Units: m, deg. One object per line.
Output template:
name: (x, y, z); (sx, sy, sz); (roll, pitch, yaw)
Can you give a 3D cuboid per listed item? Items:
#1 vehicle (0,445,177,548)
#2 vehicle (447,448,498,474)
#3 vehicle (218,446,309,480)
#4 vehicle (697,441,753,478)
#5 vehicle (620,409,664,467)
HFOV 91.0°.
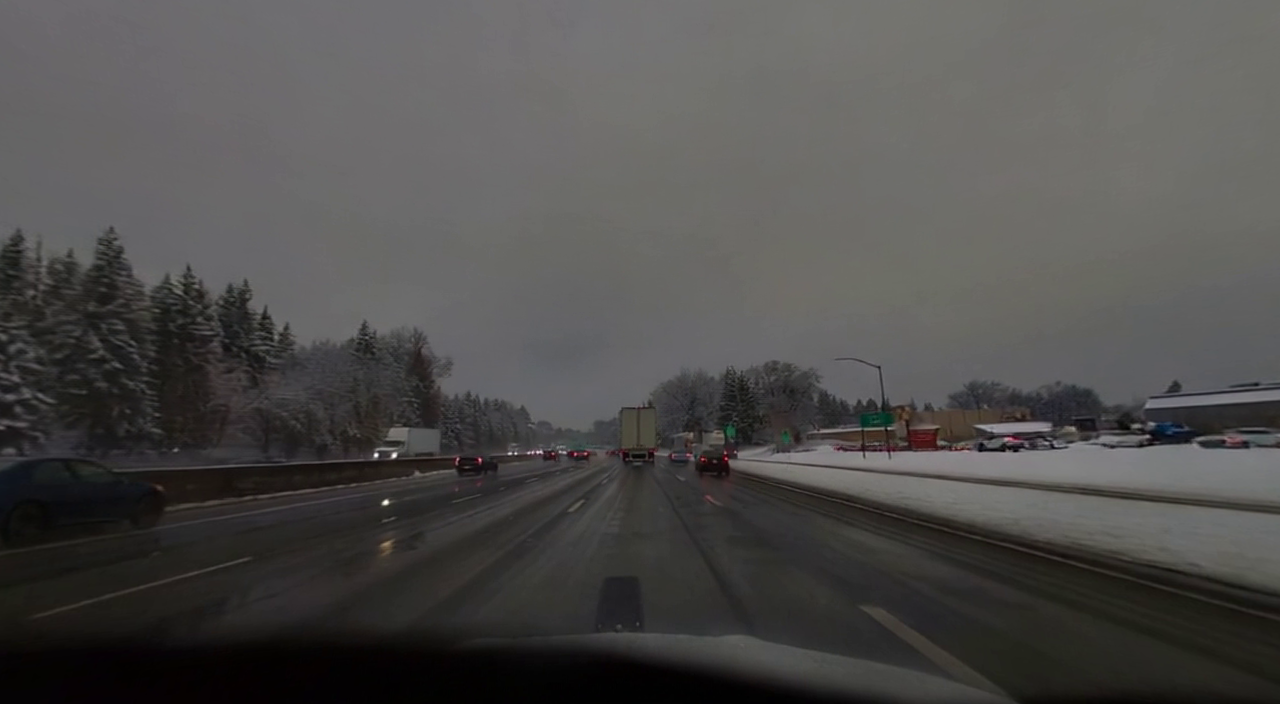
vehicle: (-10.690, 2.374, 10.756); (2.005, 1.547, 4.635); (0, -9, 0)
vehicle: (-10.579, 6.927, 40.167); (2.015, 1.521, 4.550); (0, -9, 0)
vehicle: (-23.668, 6.968, 39.920); (2.313, 1.953, 5.311); (0, -9, 2)
vehicle: (4.076, 5.271, 31.102); (2.107, 1.707, 4.445); (0, -9, 0)
vehicle: (0.315, 6.709, 48.619); (3.012, 3.928, 10.262); (0, -9, 2)
